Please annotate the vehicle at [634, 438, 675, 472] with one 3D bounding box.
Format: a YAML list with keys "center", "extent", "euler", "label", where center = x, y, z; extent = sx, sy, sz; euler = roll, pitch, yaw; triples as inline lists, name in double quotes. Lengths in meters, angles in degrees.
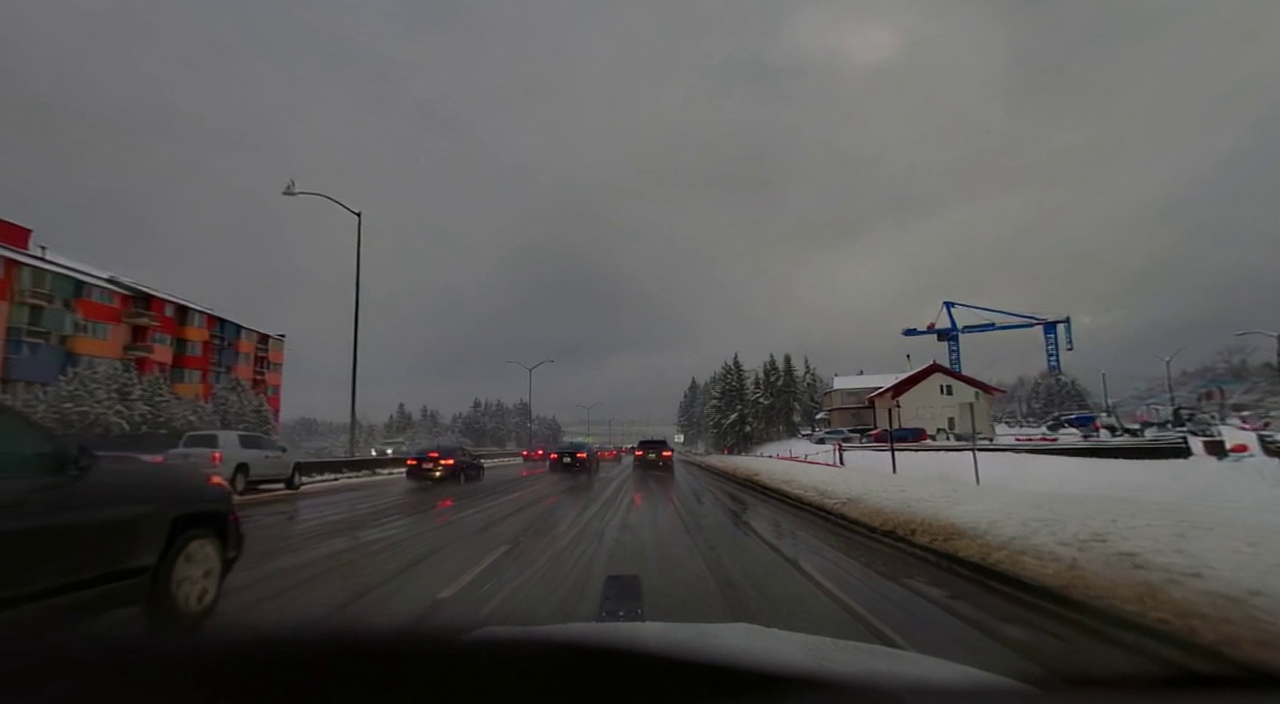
- center: [0.789, 5.644, 34.725]
  extent: [2.116, 1.763, 4.352]
  euler: [0, -8, 1]
  label: "vehicle"

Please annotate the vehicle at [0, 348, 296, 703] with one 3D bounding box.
- center: [-3.686, 0.826, 2.527]
  extent: [2.045, 1.710, 4.382]
  euler: [0, -8, 1]
  label: "vehicle"

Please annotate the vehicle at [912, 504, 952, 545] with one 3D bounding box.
- center: [19.383, 11.426, 41.903]
  extent: [1.859, 1.579, 4.190]
  euler: [-6, -2, 20]
  label: "vehicle"

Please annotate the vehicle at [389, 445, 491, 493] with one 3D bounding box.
- center: [-6.774, 3.996, 21.942]
  extent: [1.959, 1.486, 4.460]
  euler: [0, -8, 2]
  label: "vehicle"

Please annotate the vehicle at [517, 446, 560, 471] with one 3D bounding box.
- center: [-6.359, 6.718, 39.964]
  extent: [1.931, 1.505, 4.386]
  euler: [0, -8, 1]
  label: "vehicle"

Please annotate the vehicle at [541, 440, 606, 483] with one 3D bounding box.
- center: [-2.765, 4.683, 27.307]
  extent: [2.109, 1.657, 4.554]
  euler: [0, -8, 3]
  label: "vehicle"
